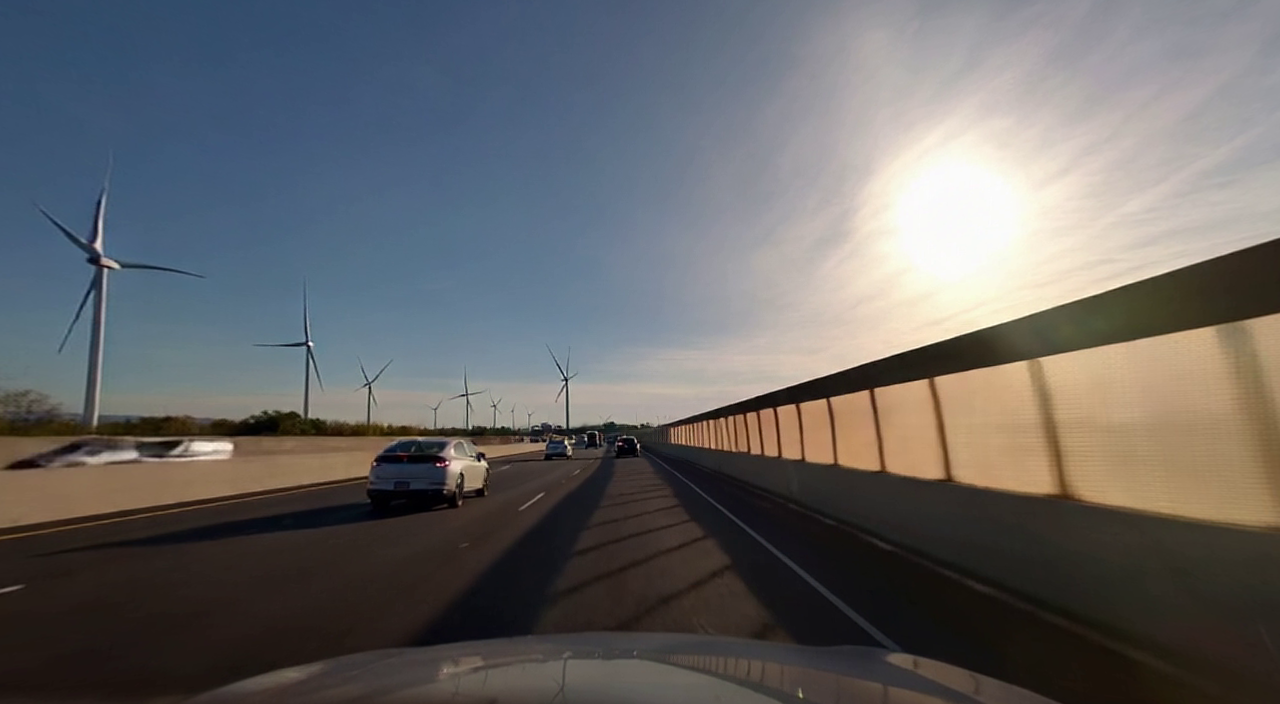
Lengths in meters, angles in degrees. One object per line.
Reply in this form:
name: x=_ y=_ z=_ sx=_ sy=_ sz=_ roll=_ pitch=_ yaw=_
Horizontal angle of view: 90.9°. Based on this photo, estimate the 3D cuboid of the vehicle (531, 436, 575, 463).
vehicle: x=-4.956 y=5.592 z=36.417 sx=2.059 sy=1.436 sz=3.802 roll=0 pitch=-8 yaw=-1

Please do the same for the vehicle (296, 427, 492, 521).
vehicle: x=-4.427 y=2.247 z=12.301 sx=1.998 sy=1.468 sz=4.635 roll=0 pitch=-8 yaw=0

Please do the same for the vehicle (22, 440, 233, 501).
vehicle: x=-14.176 y=3.264 z=17.920 sx=2.128 sy=1.457 sz=4.646 roll=0 pitch=-8 yaw=-1

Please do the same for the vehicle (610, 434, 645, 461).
vehicle: x=-0.760 y=5.719 z=38.031 sx=2.027 sy=1.550 sz=3.607 roll=0 pitch=-8 yaw=-1
